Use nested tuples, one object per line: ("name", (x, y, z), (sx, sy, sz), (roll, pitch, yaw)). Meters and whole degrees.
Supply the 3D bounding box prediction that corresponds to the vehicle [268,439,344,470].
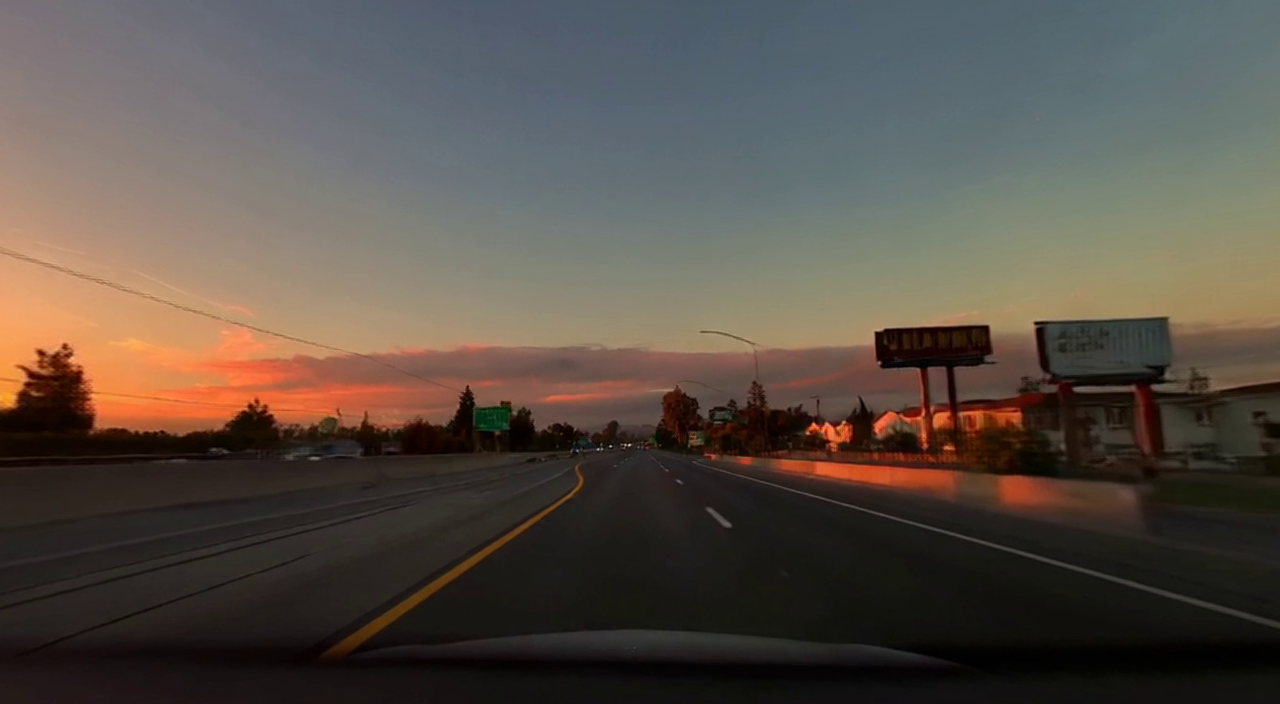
("vehicle", (-20.601, 6.346, 39.101), (2.017, 1.843, 4.588), (0, -9, 2))
